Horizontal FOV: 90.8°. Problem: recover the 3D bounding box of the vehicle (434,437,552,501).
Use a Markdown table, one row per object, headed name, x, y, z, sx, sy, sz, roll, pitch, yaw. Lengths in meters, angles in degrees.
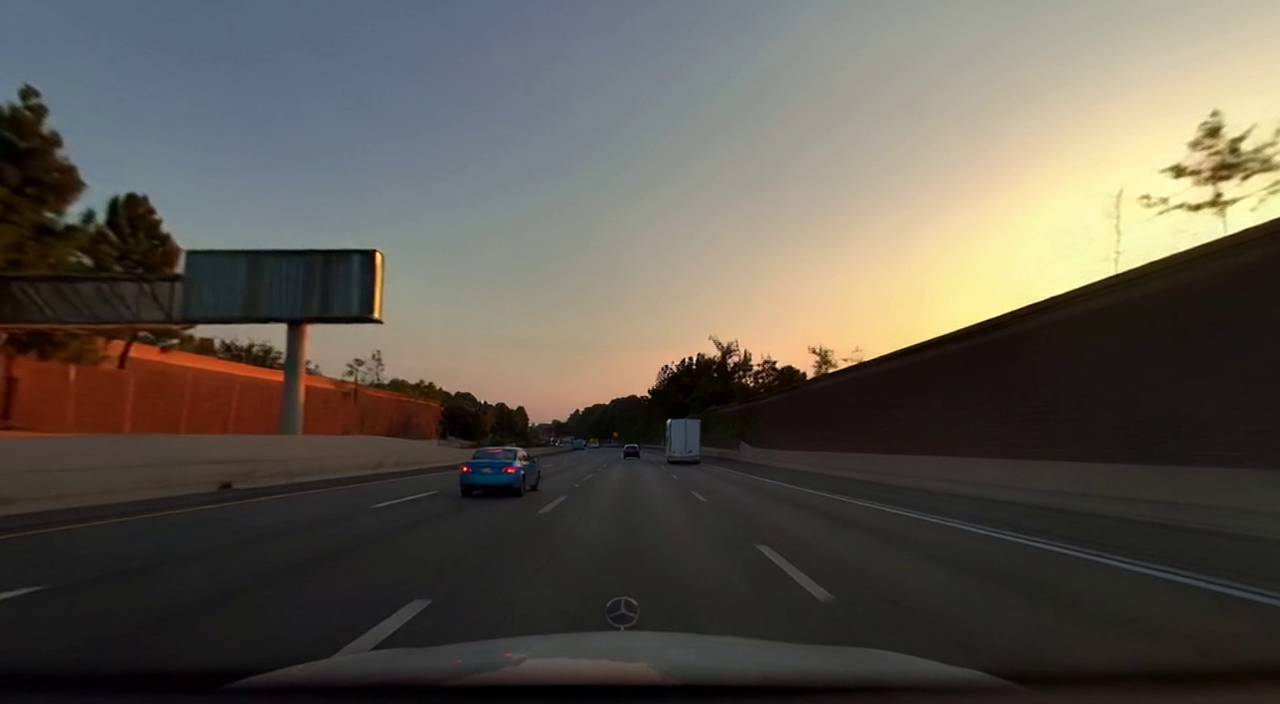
| name | x | y | z | sx | sy | sz | roll | pitch | yaw |
| --- | --- | --- | --- | --- | --- | --- | --- | --- | --- |
| vehicle | -3.770 | 3.096 | 17.090 | 2.090 | 1.487 | 4.276 | 0 | -9 | 1 |
